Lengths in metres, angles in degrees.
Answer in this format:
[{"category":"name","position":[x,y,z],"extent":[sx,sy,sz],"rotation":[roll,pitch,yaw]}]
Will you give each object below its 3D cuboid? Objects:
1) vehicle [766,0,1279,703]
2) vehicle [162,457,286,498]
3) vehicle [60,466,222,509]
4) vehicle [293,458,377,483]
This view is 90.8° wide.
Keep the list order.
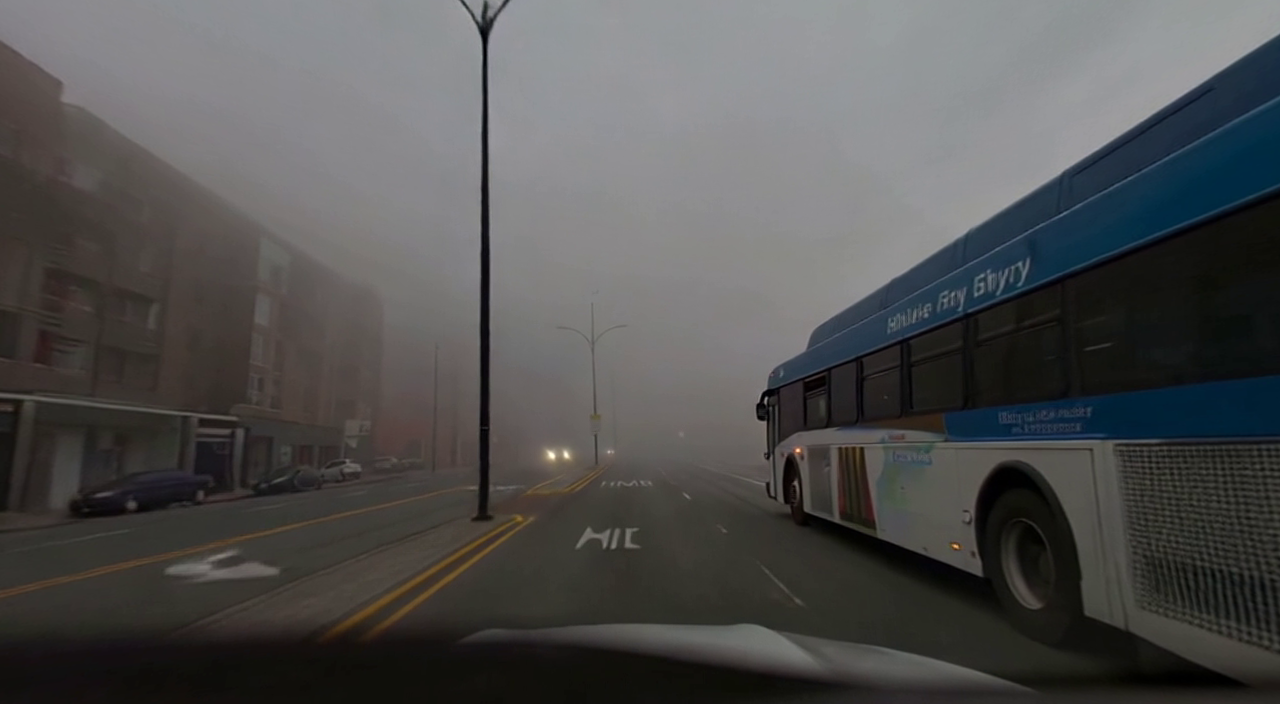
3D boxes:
[{"category":"vehicle","position":[4.164,0.471,5.554],"extent":[3.194,3.345,12.428],"rotation":[0,-8,-2]},{"category":"vehicle","position":[-19.363,5.820,29.545],"extent":[4.325,1.777,1.948],"rotation":[0,-9,-1]},{"category":"vehicle","position":[-19.062,5.180,24.308],"extent":[4.522,1.469,1.840],"rotation":[1,-9,-3]},{"category":"vehicle","position":[-19.642,7.639,40.820],"extent":[4.409,1.508,1.803],"rotation":[1,-9,-3]}]
